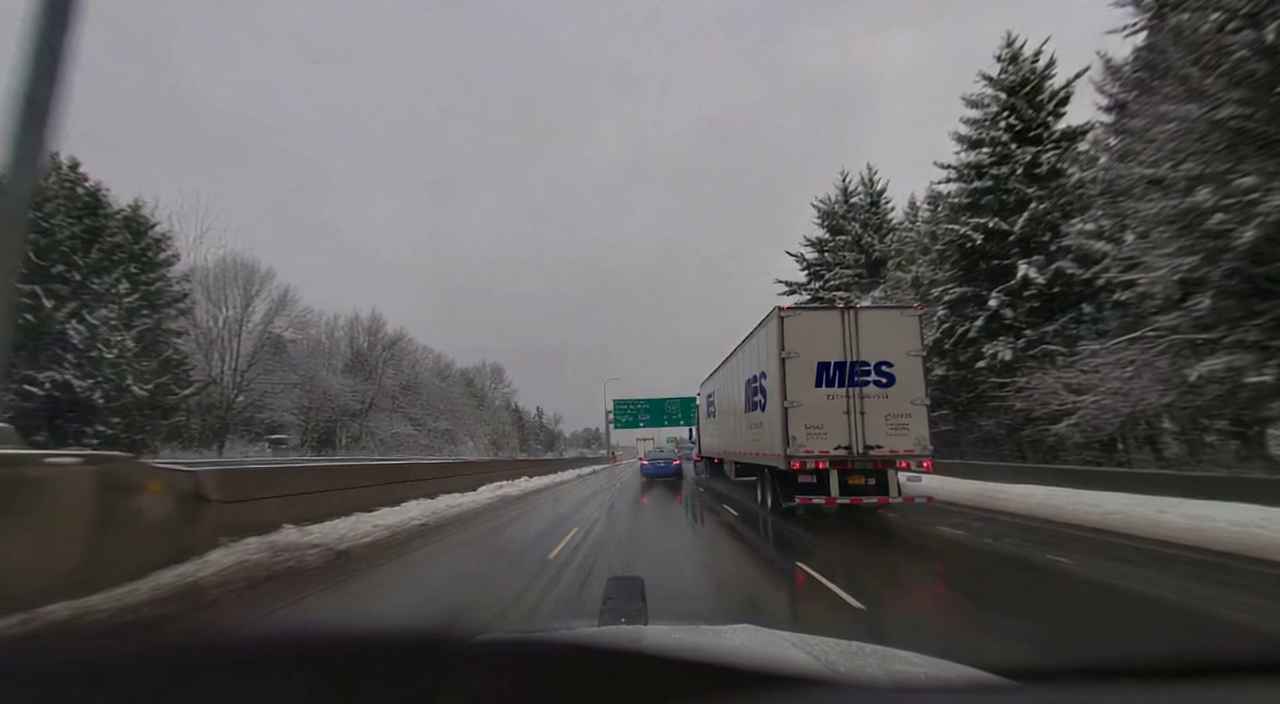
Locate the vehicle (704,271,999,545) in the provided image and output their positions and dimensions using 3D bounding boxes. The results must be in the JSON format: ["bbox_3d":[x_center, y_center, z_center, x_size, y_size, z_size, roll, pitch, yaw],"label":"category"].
[{"bbox_3d":[3.830,1.853,16.495,3.002,4.104,14.174,0,-9,1],"label":"vehicle"}]

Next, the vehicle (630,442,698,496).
[{"bbox_3d":[0.726,3.930,21.520,2.121,1.642,3.828,0,-9,0],"label":"vehicle"}]
